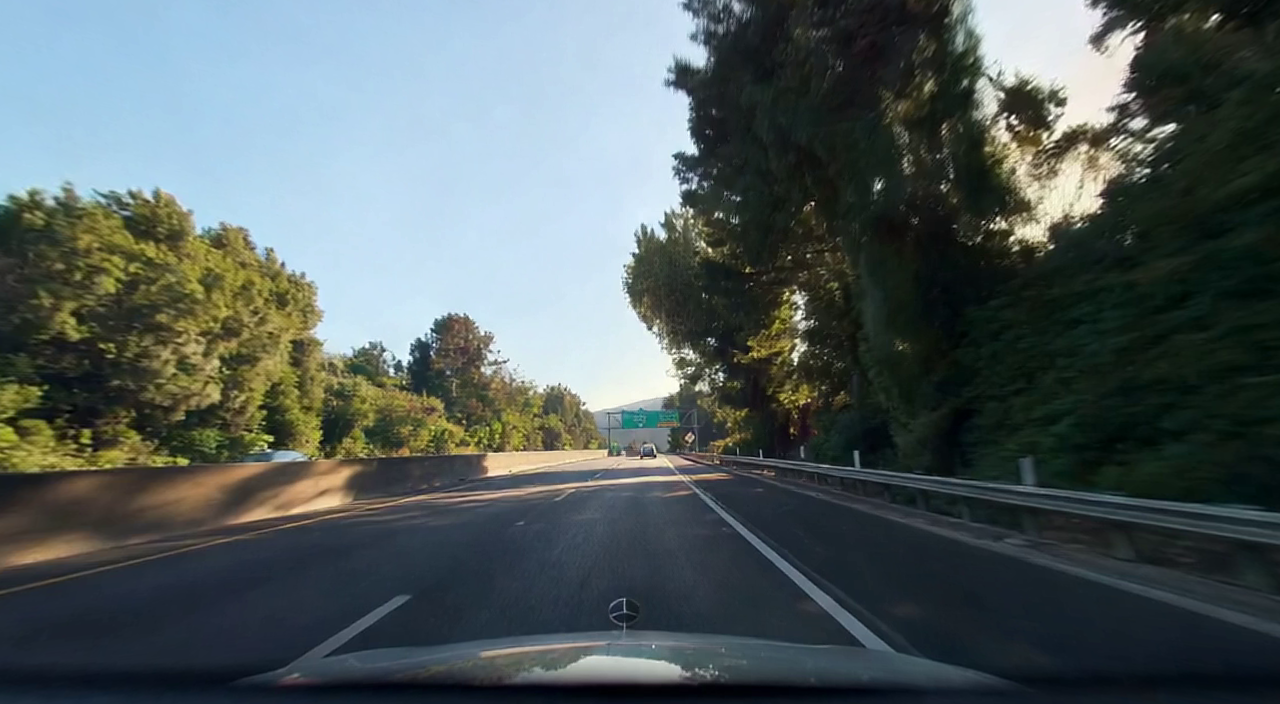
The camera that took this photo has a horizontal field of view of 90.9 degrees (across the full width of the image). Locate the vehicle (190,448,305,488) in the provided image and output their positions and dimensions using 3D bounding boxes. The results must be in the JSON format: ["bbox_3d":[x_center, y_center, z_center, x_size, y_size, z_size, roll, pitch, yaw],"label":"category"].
[{"bbox_3d":[-15.774,4.656,25.635,1.859,1.458,4.239,0,-9,1],"label":"vehicle"}]
